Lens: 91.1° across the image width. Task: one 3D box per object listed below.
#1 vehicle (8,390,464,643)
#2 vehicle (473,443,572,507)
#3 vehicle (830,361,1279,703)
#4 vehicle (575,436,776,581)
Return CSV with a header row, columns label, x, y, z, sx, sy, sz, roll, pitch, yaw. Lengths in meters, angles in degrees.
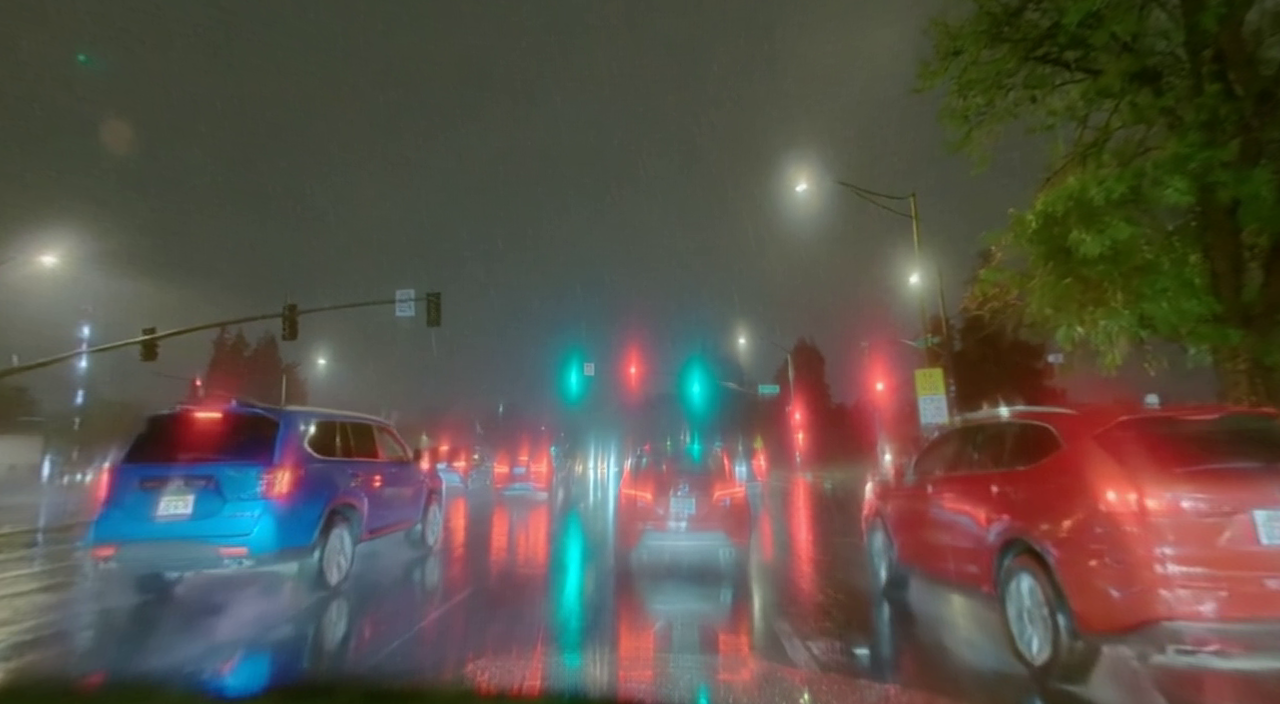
label,x,y,z,sx,sy,sz,roll,pitch,yaw
vehicle,-3.455,1.470,6.632,1.889,1.767,4.289,0,-8,1
vehicle,-3.059,3.267,17.226,1.868,1.516,4.114,0,-8,1
vehicle,3.129,1.236,4.929,1.880,1.747,4.500,0,-8,1
vehicle,0.328,1.895,8.437,2.051,1.460,3.932,0,-8,-1
